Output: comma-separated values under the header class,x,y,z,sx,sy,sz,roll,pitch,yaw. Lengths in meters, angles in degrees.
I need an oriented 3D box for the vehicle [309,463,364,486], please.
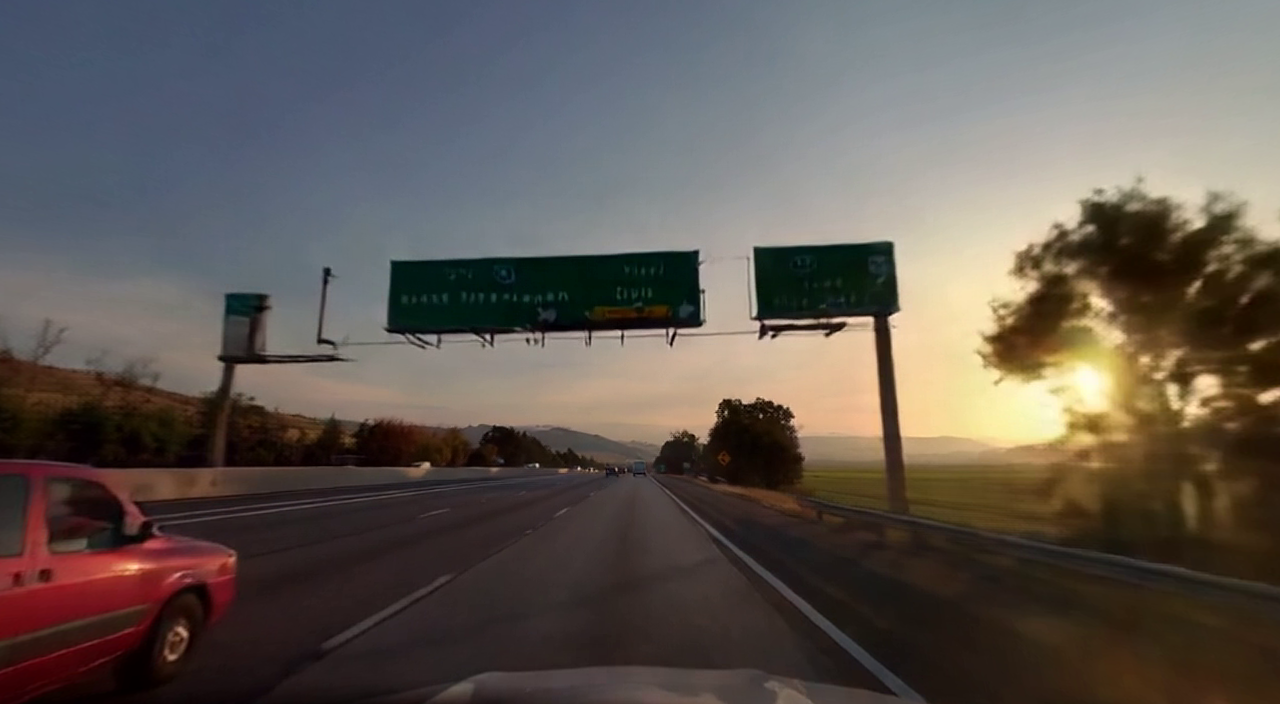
class,x,y,z,sx,sy,sz,roll,pitch,yaw
vehicle,-23.193,9.372,48.297,1.916,1.576,4.365,1,-10,1
